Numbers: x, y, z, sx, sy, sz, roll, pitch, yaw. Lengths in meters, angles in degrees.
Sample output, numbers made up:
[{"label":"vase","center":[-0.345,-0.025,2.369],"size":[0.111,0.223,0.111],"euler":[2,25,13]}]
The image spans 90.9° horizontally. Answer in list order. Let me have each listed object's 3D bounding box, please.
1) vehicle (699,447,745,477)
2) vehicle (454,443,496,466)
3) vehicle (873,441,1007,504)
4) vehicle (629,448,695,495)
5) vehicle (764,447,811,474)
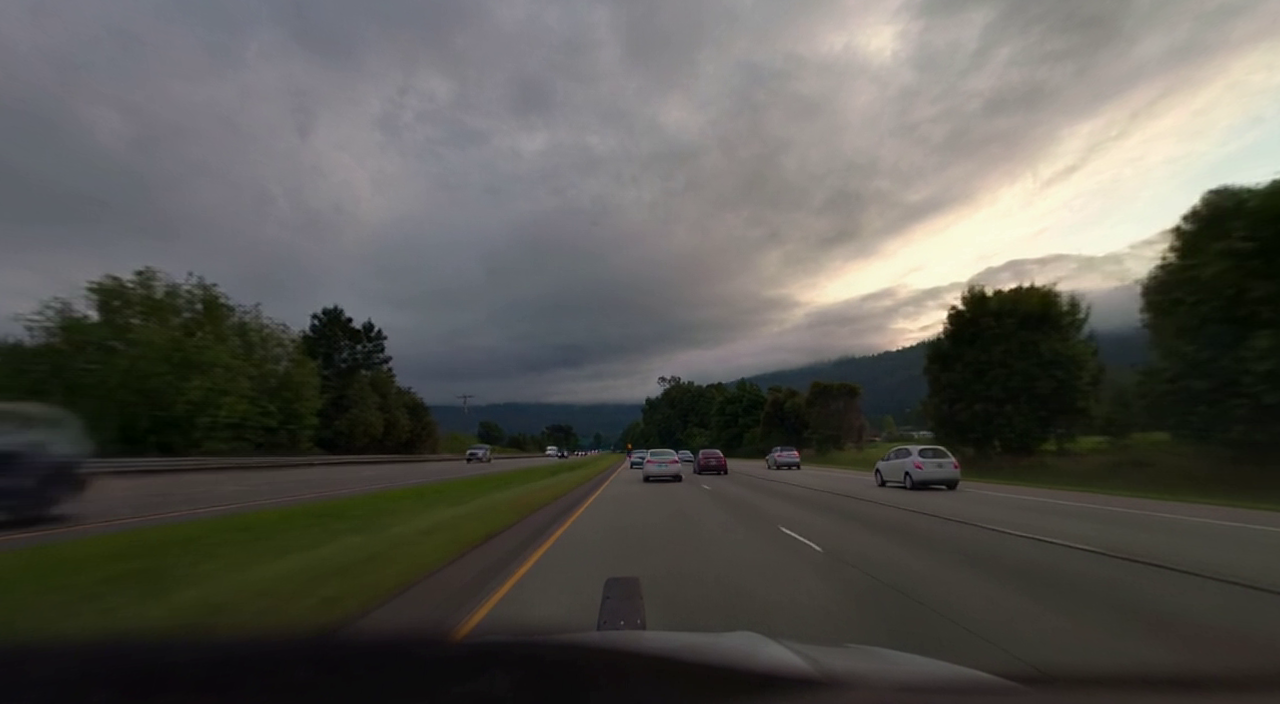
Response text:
[{"label":"vehicle","center":[4.416,5.992,34.509],"size":[1.981,1.518,4.029],"euler":[0,-9,0]},{"label":"vehicle","center":[-12.104,7.533,46.426],"size":[1.950,1.566,4.141],"euler":[0,-9,1]},{"label":"vehicle","center":[8.249,3.320,17.746],"size":[1.847,1.554,3.752],"euler":[0,-9,-1]},{"label":"vehicle","center":[0.677,3.959,21.247],"size":[2.020,1.426,3.702],"euler":[0,-9,0]},{"label":"vehicle","center":[9.184,6.760,39.523],"size":[1.957,1.594,3.632],"euler":[0,-9,-1]}]
